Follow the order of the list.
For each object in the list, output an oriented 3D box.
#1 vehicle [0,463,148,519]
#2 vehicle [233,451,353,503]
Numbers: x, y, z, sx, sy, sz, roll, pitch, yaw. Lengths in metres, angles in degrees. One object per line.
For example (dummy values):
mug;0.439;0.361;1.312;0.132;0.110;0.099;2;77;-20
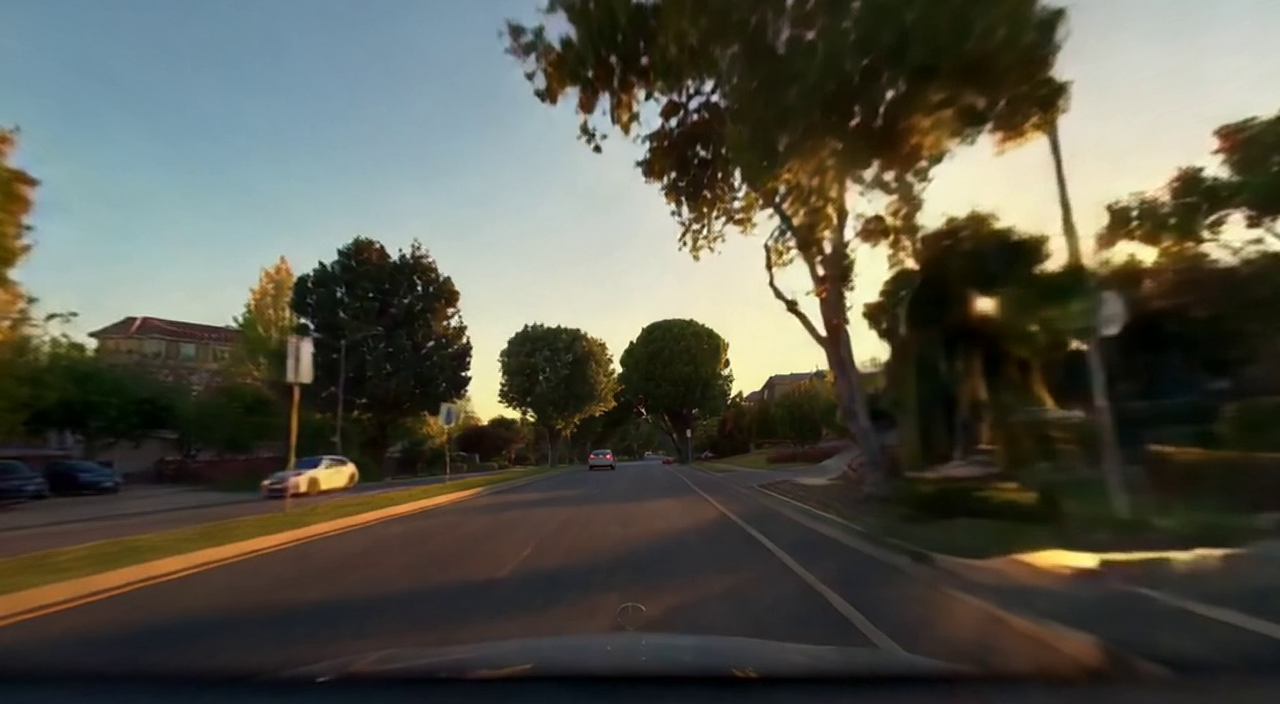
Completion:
vehicle;-19.527;4.606;21.097;4.553;1.681;1.931;-1;-8;4
vehicle;-13.319;4.780;24.594;2.005;1.739;4.563;0;-8;1
